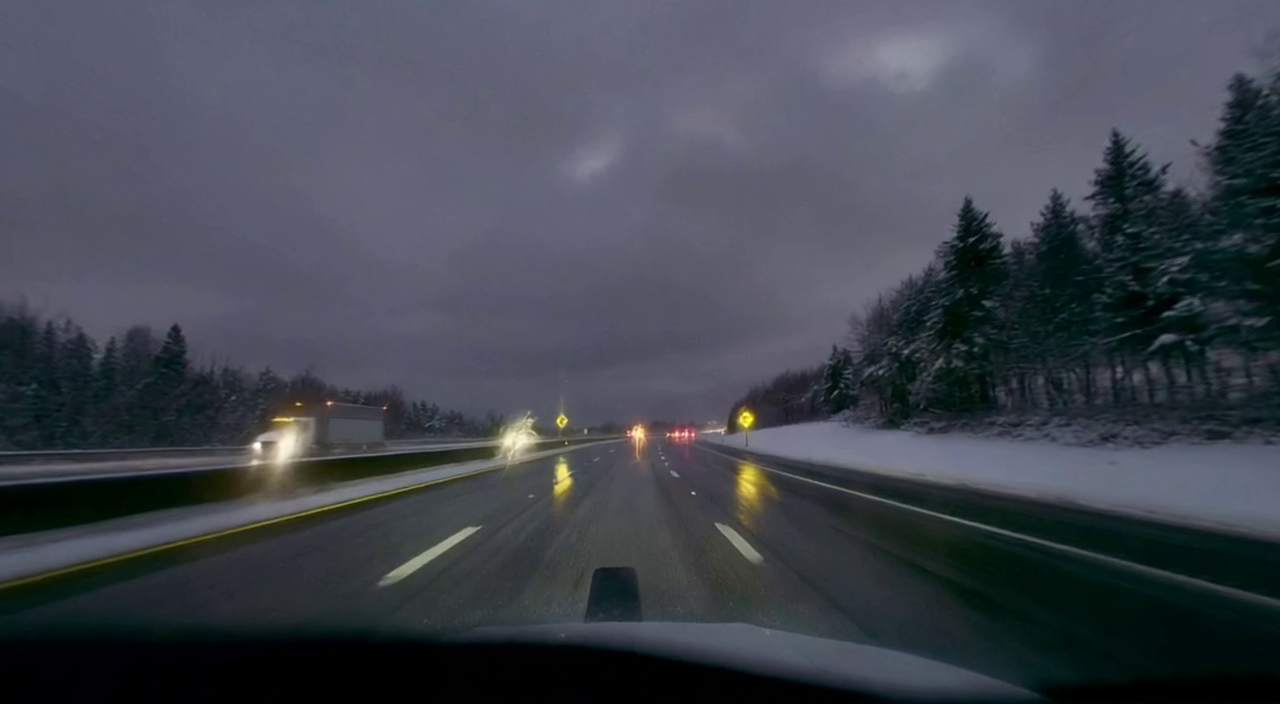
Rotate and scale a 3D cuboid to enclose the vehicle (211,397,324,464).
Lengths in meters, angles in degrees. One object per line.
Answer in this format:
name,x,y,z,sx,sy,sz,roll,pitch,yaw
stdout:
vehicle,-23.982,5.124,41.083,3.205,4.025,6.470,0,-8,1
